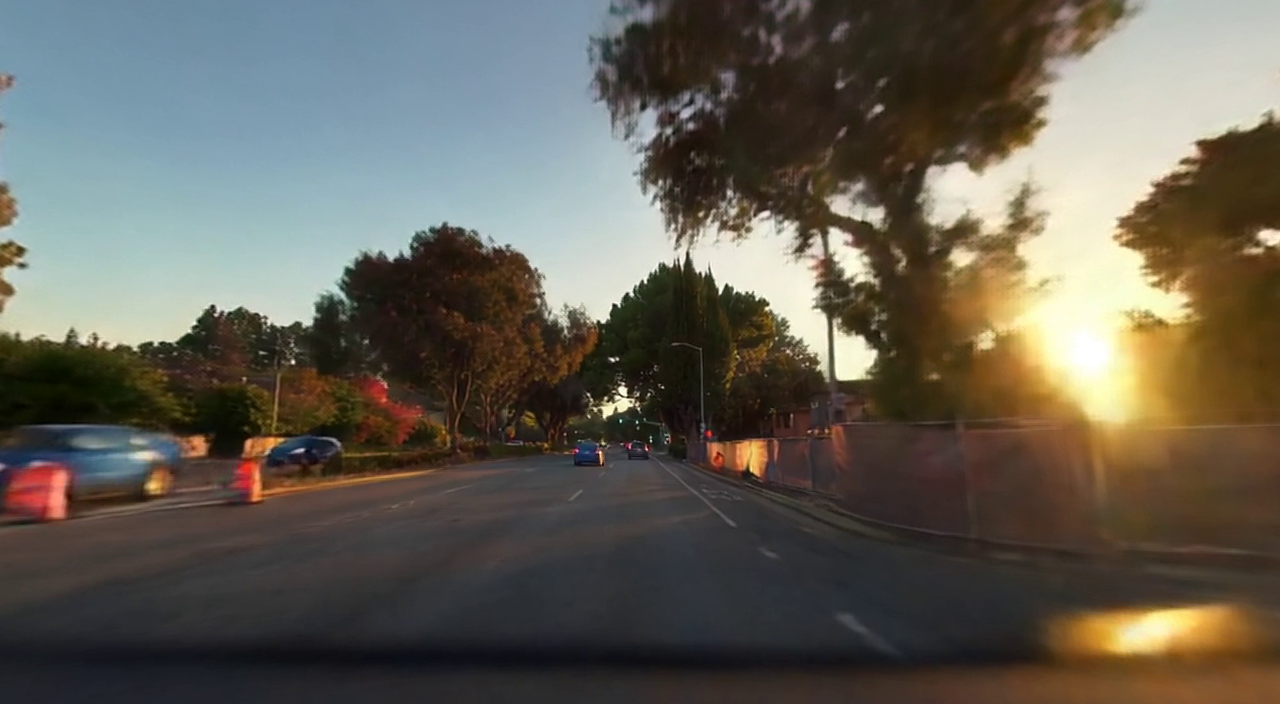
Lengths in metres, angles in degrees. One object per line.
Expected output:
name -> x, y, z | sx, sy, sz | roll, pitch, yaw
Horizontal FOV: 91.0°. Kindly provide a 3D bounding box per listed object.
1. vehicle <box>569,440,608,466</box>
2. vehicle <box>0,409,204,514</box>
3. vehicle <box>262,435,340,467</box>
vehicle -> -3.412, 6.854, 42.746 | 2.198, 1.663, 4.519 | 0, -9, 1
vehicle -> -11.105, 2.075, 12.328 | 2.014, 1.674, 4.337 | 0, -9, 0
vehicle -> -20.787, 6.091, 38.873 | 2.046, 1.823, 4.753 | 0, -9, 1
